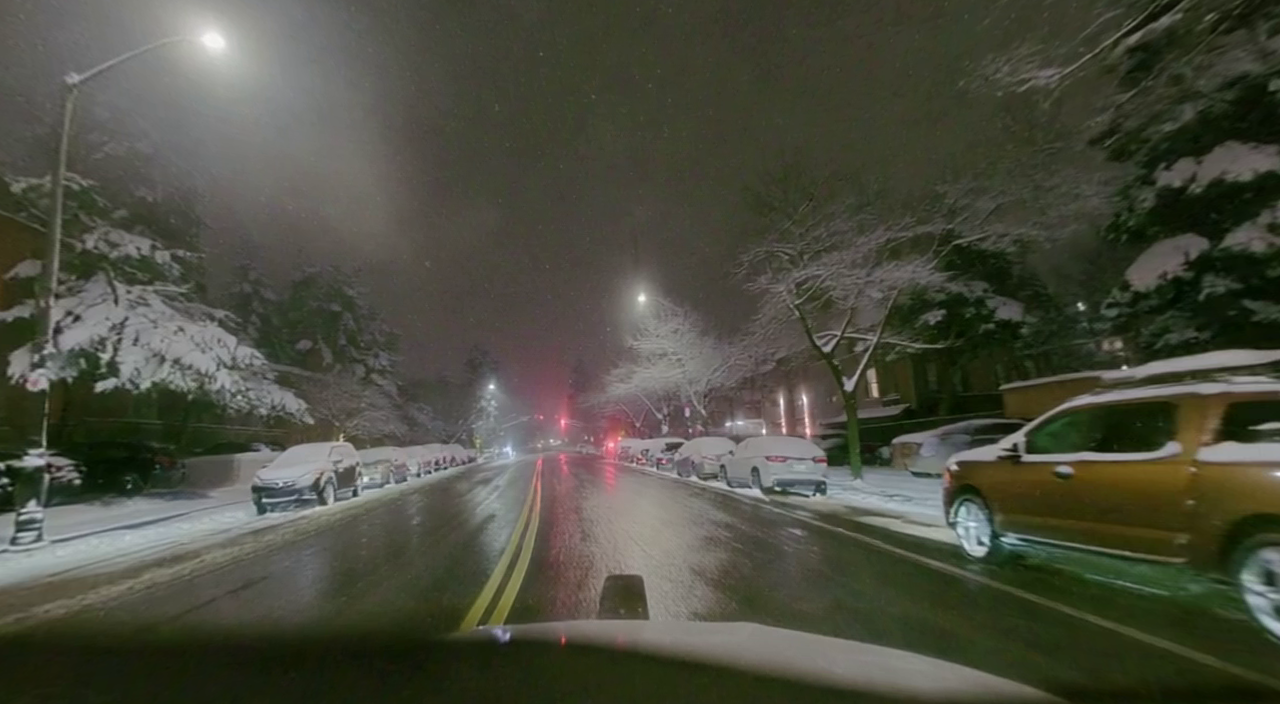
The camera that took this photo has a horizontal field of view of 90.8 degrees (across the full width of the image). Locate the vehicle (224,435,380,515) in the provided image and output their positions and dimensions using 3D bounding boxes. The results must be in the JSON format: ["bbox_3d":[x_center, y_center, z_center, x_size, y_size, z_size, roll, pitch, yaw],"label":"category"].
[{"bbox_3d":[-8.879,3.257,17.253,2.033,1.759,5.372,0,-9,-9],"label":"vehicle"}]

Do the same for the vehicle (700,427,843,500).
[{"bbox_3d":[2.967,2.649,15.437,1.861,1.490,4.619,1,-9,-9],"label":"vehicle"}]

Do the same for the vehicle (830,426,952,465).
[{"bbox_3d":[10.075,3.781,25.492,4.070,1.472,1.967,1,-9,-10],"label":"vehicle"}]

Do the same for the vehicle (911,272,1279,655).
[{"bbox_3d":[4.604,0.791,4.692,2.259,2.118,5.567,1,-9,-5],"label":"vehicle"}]

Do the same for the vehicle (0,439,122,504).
[{"bbox_3d":[-17.701,3.273,17.295,4.914,1.646,2.175,0,-9,-7],"label":"vehicle"}]
